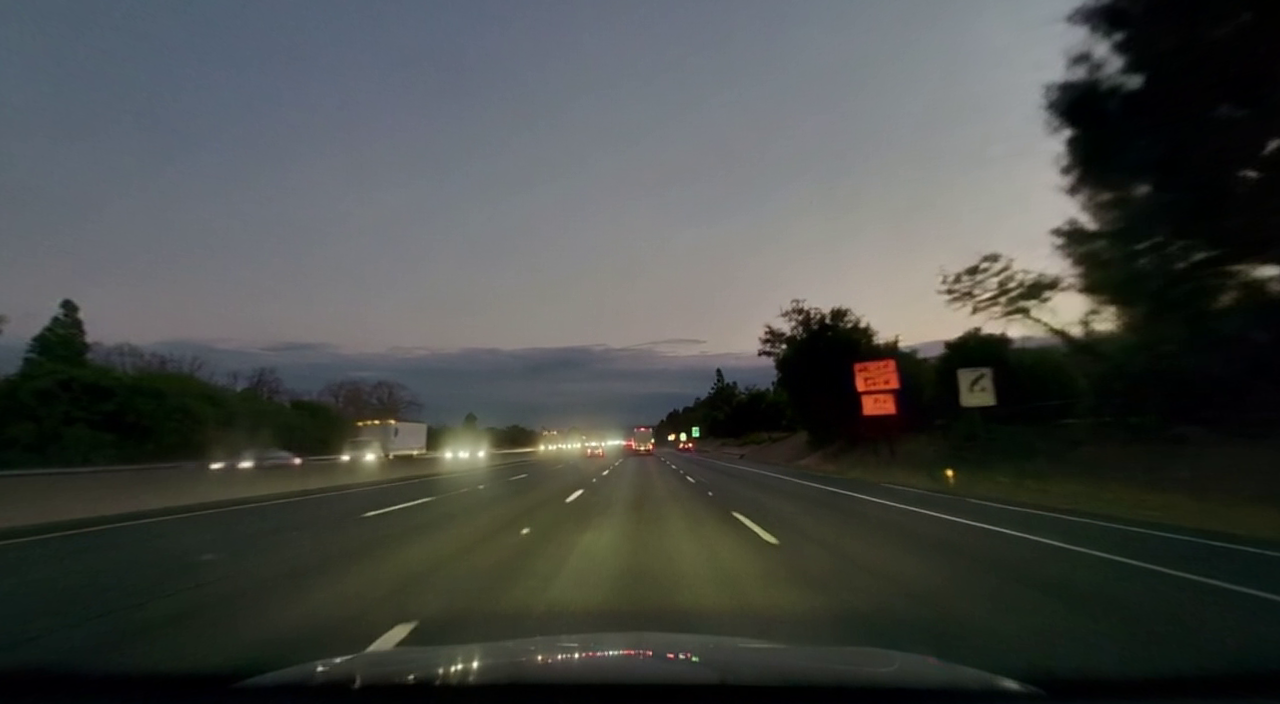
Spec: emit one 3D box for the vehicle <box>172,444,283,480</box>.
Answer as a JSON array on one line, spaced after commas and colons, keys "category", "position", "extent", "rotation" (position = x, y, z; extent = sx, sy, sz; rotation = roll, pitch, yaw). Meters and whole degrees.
[{"category": "vehicle", "position": [-19.547, 5.197, 30.147], "extent": [2.023, 1.591, 4.712], "rotation": [0, -8, 1]}]
